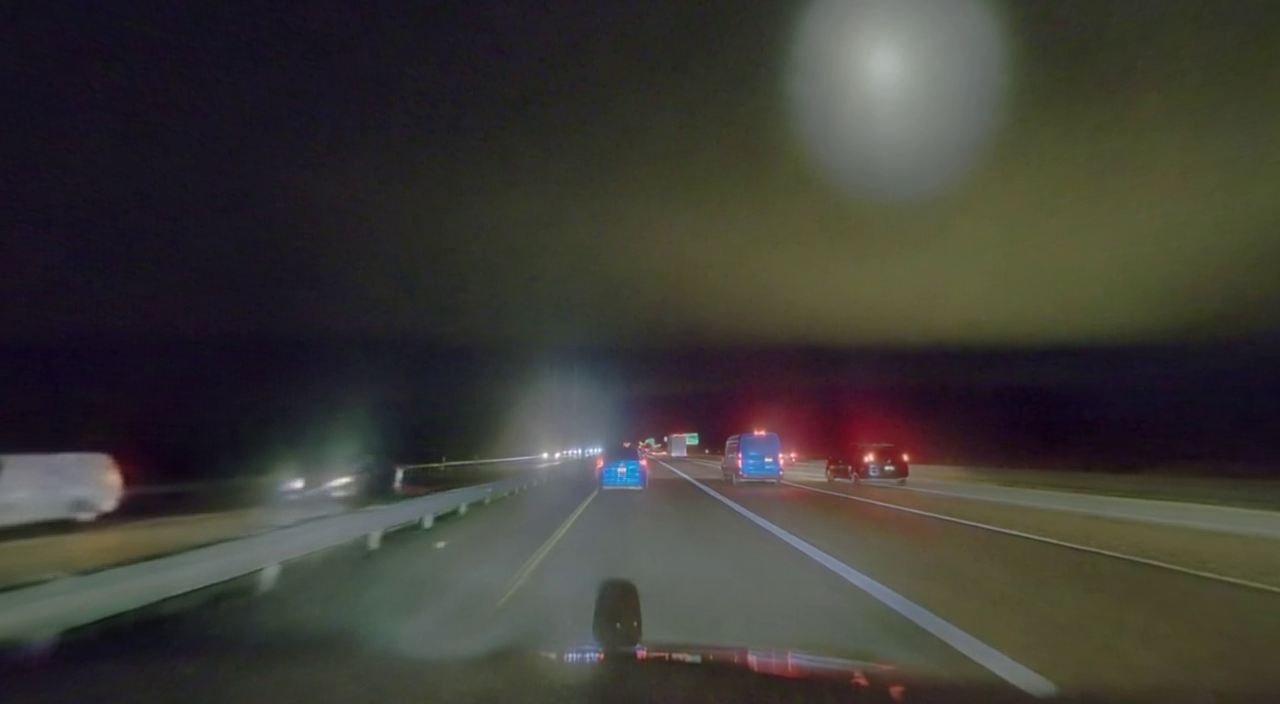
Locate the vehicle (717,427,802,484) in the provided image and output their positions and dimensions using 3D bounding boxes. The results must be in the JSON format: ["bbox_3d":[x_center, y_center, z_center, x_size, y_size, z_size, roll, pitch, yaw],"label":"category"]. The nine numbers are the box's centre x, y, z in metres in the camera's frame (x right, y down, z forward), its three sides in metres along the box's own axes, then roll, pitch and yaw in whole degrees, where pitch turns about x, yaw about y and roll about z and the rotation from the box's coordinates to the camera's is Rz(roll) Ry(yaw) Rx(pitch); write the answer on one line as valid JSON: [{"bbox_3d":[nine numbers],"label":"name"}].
[{"bbox_3d":[4.477,3.984,24.314,2.261,1.952,4.784,0,-9,-1],"label":"vehicle"}]

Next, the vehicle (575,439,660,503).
[{"bbox_3d":[-0.539,3.144,16.900,2.029,1.483,3.769,0,-9,0],"label":"vehicle"}]

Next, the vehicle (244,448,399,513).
[{"bbox_3d":[-8.529,3.445,17.353,1.989,1.524,4.405,0,-9,0],"label":"vehicle"}]
